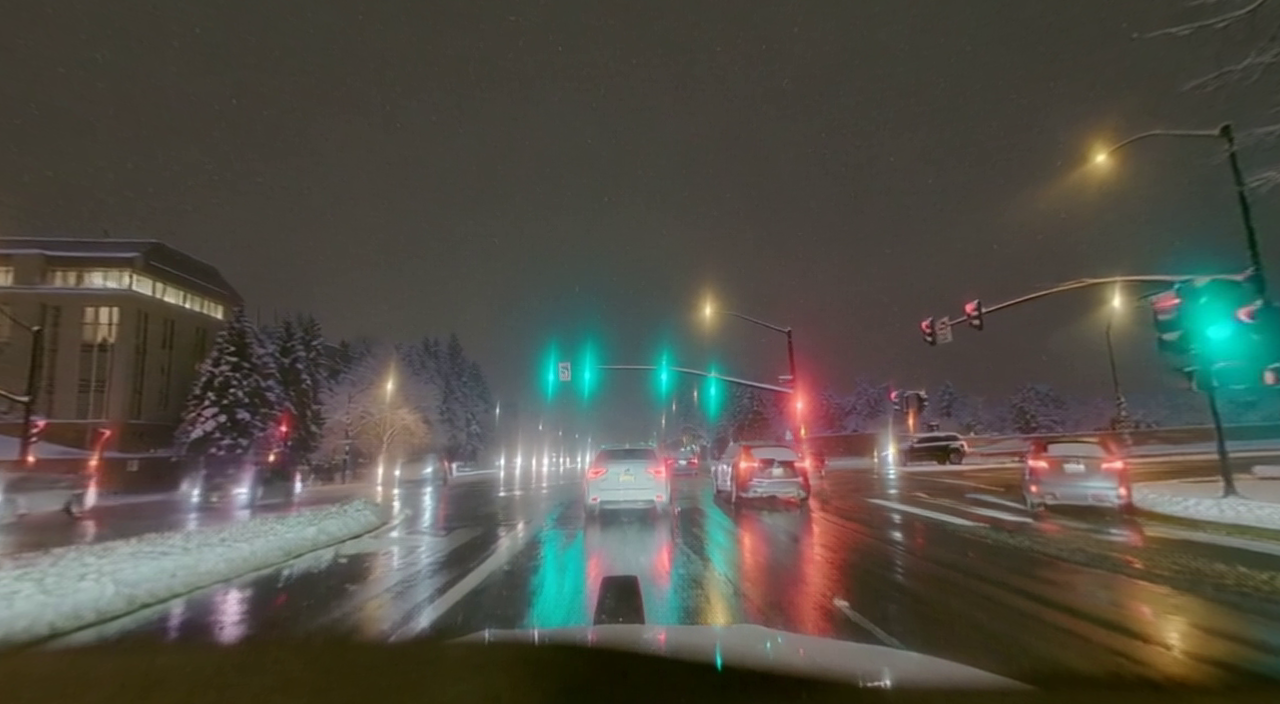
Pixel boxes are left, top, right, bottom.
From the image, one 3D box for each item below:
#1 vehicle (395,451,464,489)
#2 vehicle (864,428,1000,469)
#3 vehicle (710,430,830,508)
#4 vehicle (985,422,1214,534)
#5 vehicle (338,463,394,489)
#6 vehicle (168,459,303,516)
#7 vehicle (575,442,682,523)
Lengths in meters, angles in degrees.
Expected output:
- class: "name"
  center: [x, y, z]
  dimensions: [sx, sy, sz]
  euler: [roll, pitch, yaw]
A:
- class: "vehicle"
  center: [-11.191, 6.280, 33.974]
  dimensions: [2.078, 1.795, 4.636]
  euler: [0, -8, 1]
- class: "vehicle"
  center: [15.144, 5.085, 33.238]
  dimensions: [6.013, 2.030, 2.461]
  euler: [-2, -9, 12]
- class: "vehicle"
  center: [3.251, 3.027, 16.861]
  dimensions: [2.107, 1.773, 4.557]
  euler: [0, -9, -2]
- class: "vehicle"
  center: [8.575, 2.347, 12.390]
  dimensions: [2.039, 1.760, 4.319]
  euler: [-2, -9, 14]
- class: "vehicle"
  center: [-18.259, 8.283, 42.307]
  dimensions: [1.840, 1.511, 4.229]
  euler: [0, -9, 0]
- class: "vehicle"
  center: [-14.827, 4.946, 23.542]
  dimensions: [1.908, 1.797, 4.620]
  euler: [0, -9, 1]
- class: "vehicle"
  center: [-0.263, 2.783, 14.056]
  dimensions: [2.034, 1.500, 3.966]
  euler: [0, -9, -1]
